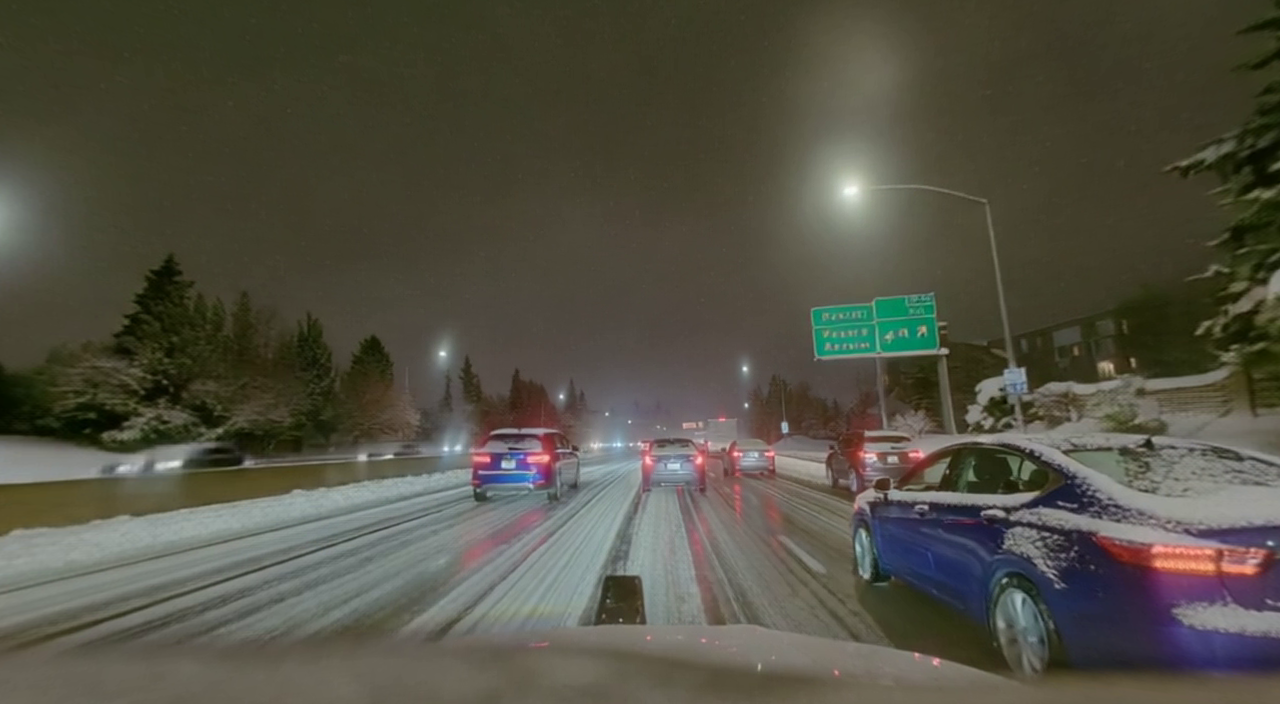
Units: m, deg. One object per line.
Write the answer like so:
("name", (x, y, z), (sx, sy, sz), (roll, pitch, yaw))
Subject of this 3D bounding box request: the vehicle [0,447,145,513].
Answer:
("vehicle", (-15.613, 3.210, 16.169), (1.881, 1.502, 4.680), (0, -9, 2))

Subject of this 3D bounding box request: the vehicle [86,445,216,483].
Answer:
("vehicle", (-22.191, 5.083, 28.882), (1.919, 1.539, 4.735), (-1, -9, 3))

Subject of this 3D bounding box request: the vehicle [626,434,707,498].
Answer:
("vehicle", (0.750, 3.247, 18.213), (2.074, 1.614, 3.803), (0, -9, 2))

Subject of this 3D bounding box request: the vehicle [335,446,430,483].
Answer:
("vehicle", (-11.524, 5.076, 28.639), (2.047, 1.519, 4.771), (0, -9, 3))

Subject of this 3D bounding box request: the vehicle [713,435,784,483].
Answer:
("vehicle", (4.060, 4.092, 24.319), (2.076, 1.684, 4.241), (0, -9, 2))

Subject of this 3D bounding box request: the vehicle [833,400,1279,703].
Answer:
("vehicle", (3.083, 1.263, 4.459), (2.009, 1.489, 4.559), (0, -9, 0))

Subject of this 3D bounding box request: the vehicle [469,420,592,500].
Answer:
("vehicle", (-2.921, 3.083, 18.288), (2.434, 1.965, 5.305), (0, -9, 2))
